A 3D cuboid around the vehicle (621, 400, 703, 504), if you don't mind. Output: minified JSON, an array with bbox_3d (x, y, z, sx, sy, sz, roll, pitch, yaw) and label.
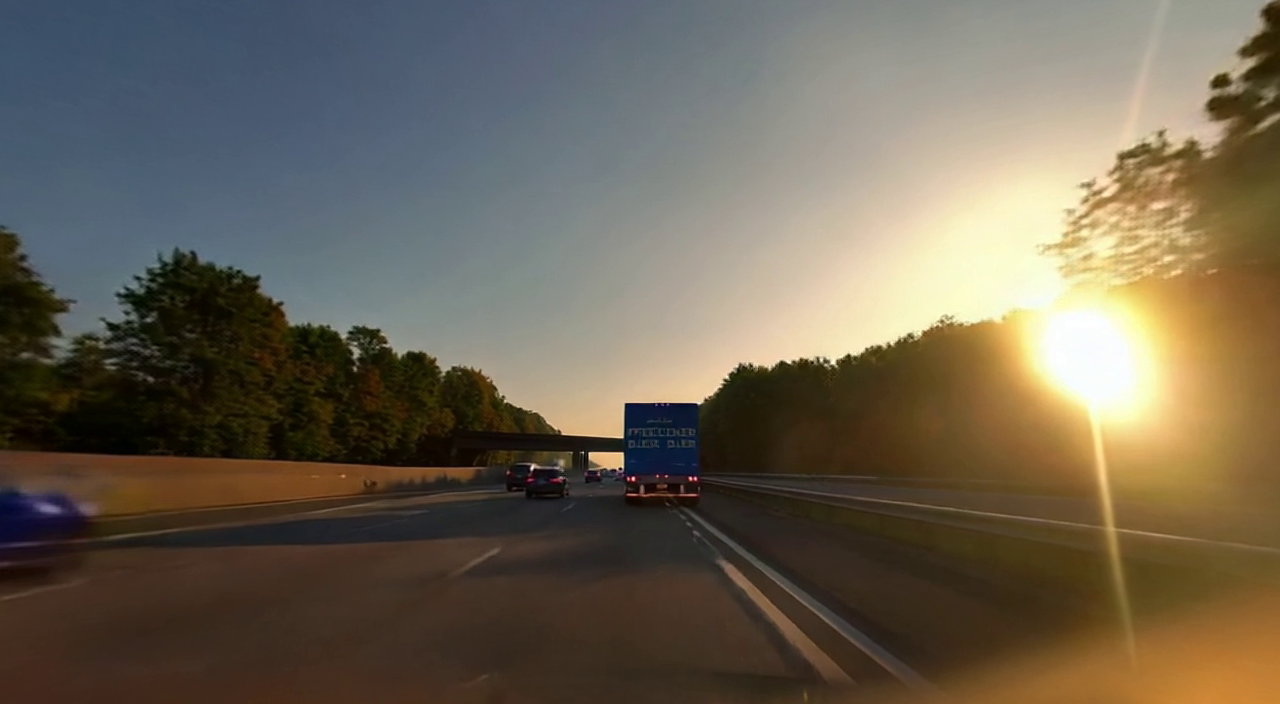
[{"bbox_3d":[0.695,4.584,28.235,2.980,3.834,9.423,1,-10,-2],"label":"vehicle"}]

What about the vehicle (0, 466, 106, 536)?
[{"bbox_3d":[-16.230,3.662,15.628,1.949,1.627,4.472,1,-10,0],"label":"vehicle"}]

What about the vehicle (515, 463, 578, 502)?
[{"bbox_3d":[-4.001,5.713,27.777,1.978,1.516,4.617,1,-10,1],"label":"vehicle"}]
